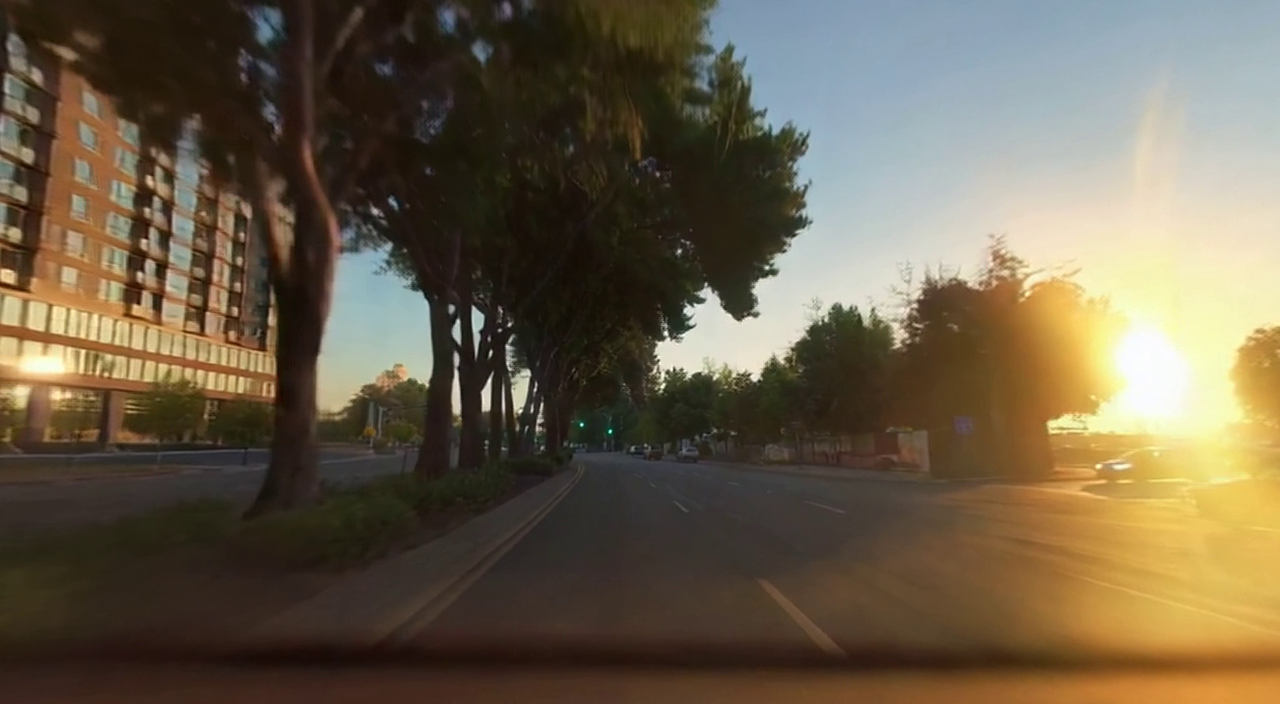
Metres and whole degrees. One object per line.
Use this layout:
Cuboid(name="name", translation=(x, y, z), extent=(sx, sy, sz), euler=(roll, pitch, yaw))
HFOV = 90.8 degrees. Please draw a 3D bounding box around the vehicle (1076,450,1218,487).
Cuboid(name="vehicle", translation=(24.435, 5.589, 30.573), extent=(5.224, 1.678, 2.033), euler=(0, -9, -4))
